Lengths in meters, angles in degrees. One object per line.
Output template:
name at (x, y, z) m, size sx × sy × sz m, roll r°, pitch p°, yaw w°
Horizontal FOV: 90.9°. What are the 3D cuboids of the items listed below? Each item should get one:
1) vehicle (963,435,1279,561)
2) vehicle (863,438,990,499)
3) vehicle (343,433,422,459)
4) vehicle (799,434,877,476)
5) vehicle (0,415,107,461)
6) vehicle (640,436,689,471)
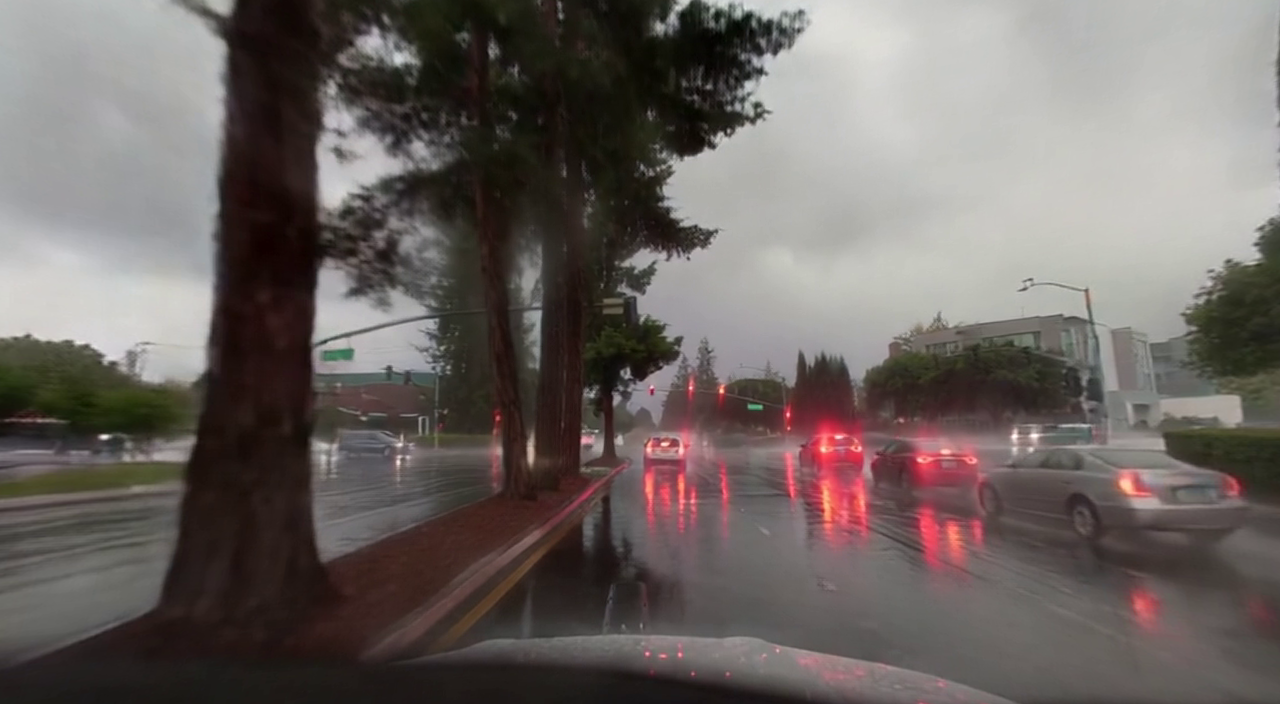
vehicle at (7.246, 2.097, 9.919) m, size 1.947 × 1.478 × 4.731 m, roll -1°, pitch -8°, yaw 2°
vehicle at (7.632, 3.120, 17.249) m, size 1.726 × 1.467 × 3.793 m, roll 0°, pitch -8°, yaw 1°
vehicle at (-18.481, 6.743, 45.362) m, size 4.786 × 1.803 × 1.967 m, roll -1°, pitch -8°, yaw 5°
vehicle at (8.033, 4.209, 26.009) m, size 1.901 × 1.577 × 4.348 m, roll 0°, pitch -8°, yaw 2°
vehicle at (-45.708, 6.381, 46.218) m, size 10.544 × 3.126 × 2.909 m, roll -1°, pitch -8°, yaw 1°
vehicle at (1.046, 4.581, 28.581) m, size 2.041 × 1.485 × 3.813 m, roll 0°, pitch -8°, yaw 1°
